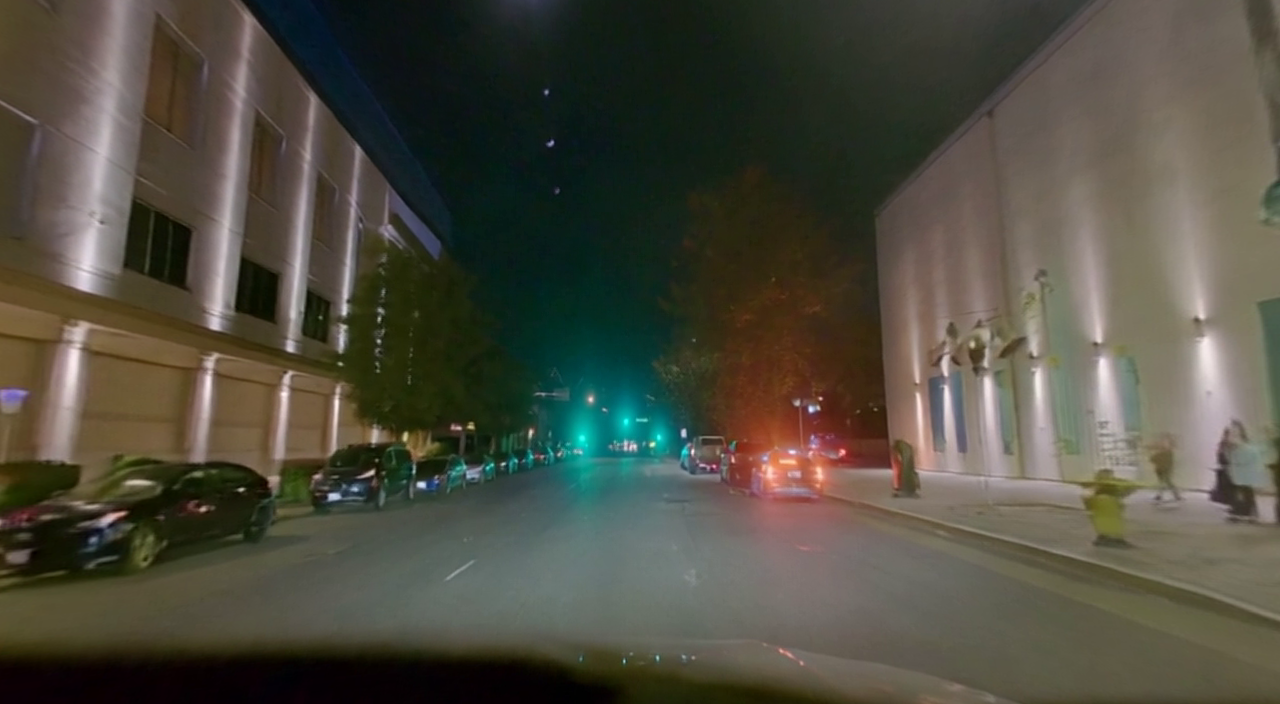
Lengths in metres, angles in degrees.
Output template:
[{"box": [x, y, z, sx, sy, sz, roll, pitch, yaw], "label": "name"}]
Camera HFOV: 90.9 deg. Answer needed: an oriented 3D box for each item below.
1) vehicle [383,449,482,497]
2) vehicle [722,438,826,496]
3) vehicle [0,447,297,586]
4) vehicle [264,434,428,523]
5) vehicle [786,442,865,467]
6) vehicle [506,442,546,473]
[{"box": [-7.461, 4.398, 23.268, 2.001, 1.502, 4.851, -1, -9, 1], "label": "vehicle"}, {"box": [3.869, 3.454, 19.130, 1.973, 1.494, 4.867, 0, -10, -1], "label": "vehicle"}, {"box": [-7.247, 2.236, 9.443, 1.917, 1.487, 4.659, -2, -9, -4], "label": "vehicle"}, {"box": [-7.352, 3.175, 16.469, 2.238, 1.891, 4.780, -1, -8, -4], "label": "vehicle"}, {"box": [11.954, 6.655, 40.739, 4.499, 1.558, 2.007, -6, -11, 28], "label": "vehicle"}, {"box": [-7.718, 7.262, 43.070, 1.996, 1.770, 5.518, -2, -12, -4], "label": "vehicle"}]
